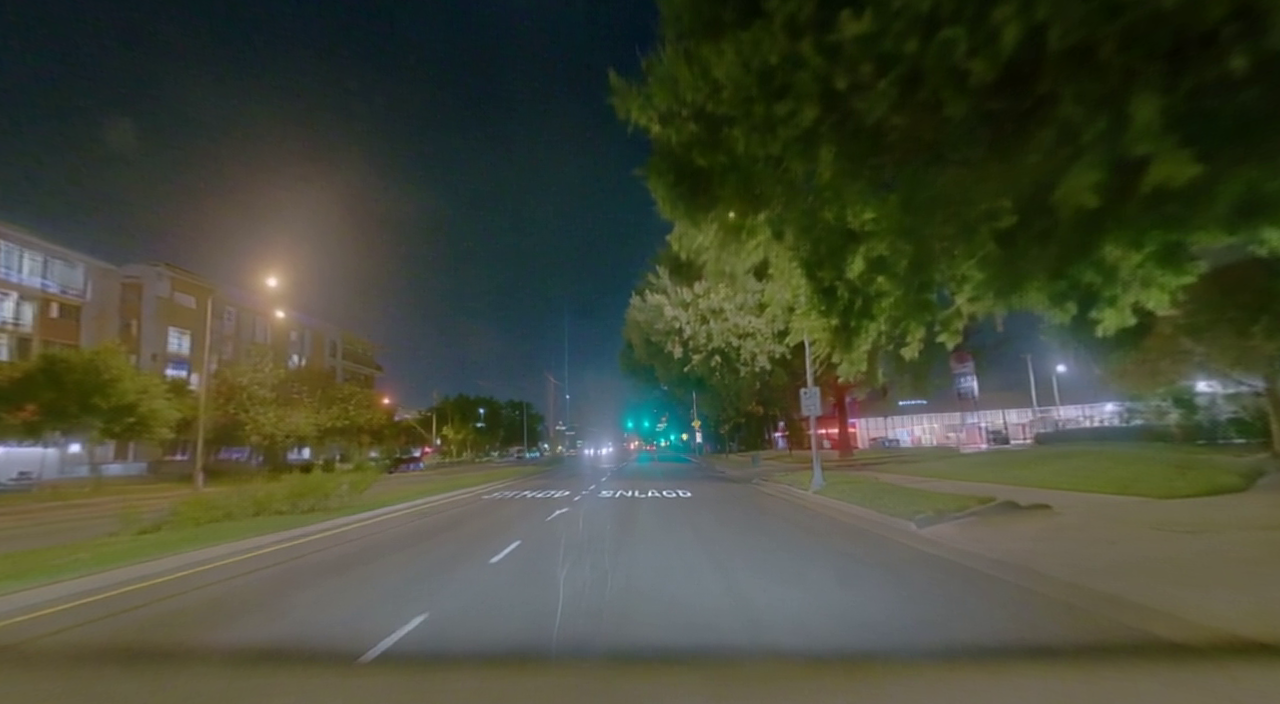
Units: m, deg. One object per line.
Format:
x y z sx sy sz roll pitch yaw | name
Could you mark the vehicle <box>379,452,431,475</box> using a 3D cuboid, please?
-17.089 8.092 45.842 1.861 1.541 4.530 0 -9 2 | vehicle
